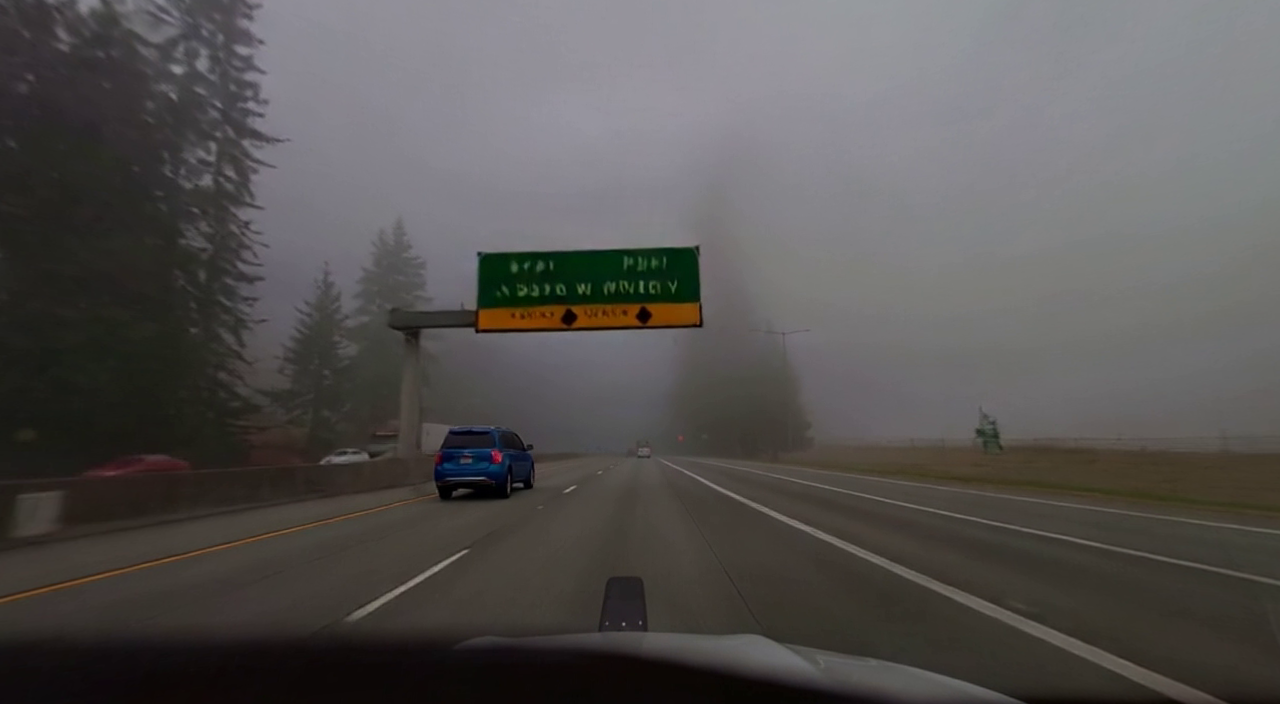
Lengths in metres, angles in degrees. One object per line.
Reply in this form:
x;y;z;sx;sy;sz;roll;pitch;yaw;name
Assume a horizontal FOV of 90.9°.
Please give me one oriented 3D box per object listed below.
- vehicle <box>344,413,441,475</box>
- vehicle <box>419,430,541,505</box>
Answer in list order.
-17.737;6.753;46.261;2.967;3.942;10.400;0;-8;0;vehicle
-4.171;3.084;17.341;2.084;1.752;4.479;-1;-8;1;vehicle
